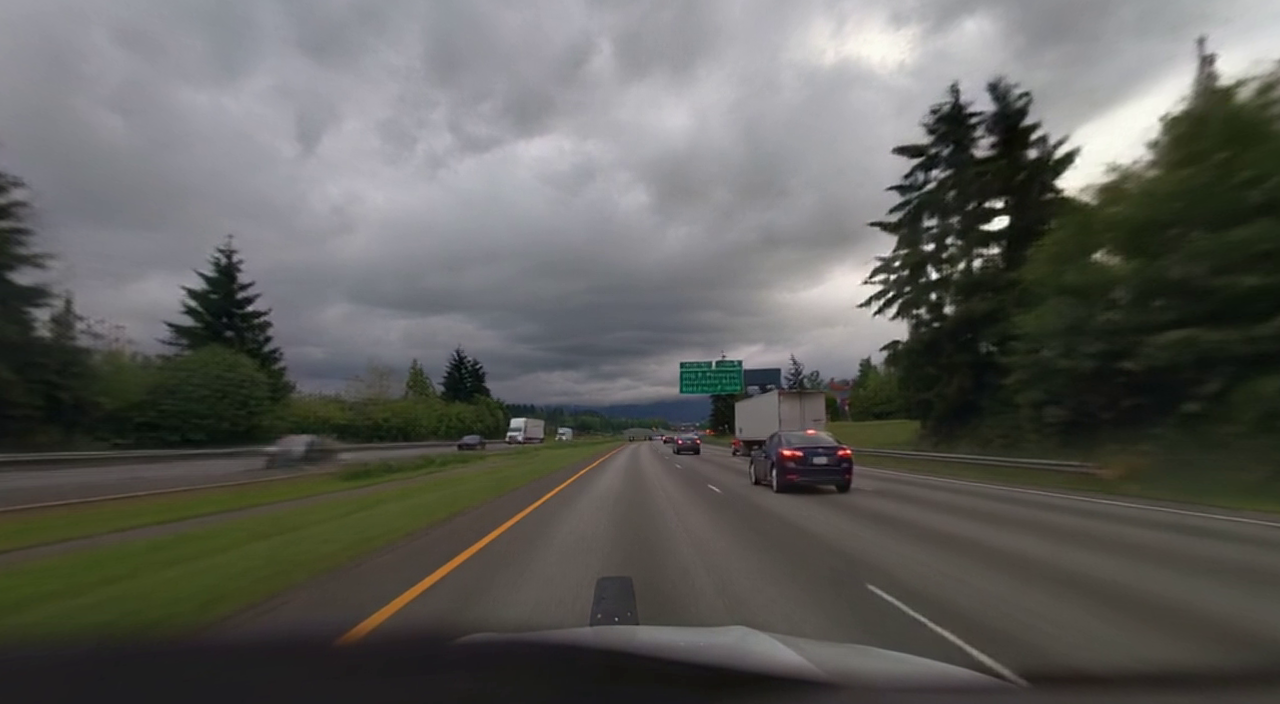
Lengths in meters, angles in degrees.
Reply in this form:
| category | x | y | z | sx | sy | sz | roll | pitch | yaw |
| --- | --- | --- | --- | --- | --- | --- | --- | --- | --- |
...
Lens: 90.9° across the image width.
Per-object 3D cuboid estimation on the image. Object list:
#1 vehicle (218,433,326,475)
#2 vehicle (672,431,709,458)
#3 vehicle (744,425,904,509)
| category | x | y | z | sx | sy | sz | roll | pitch | yaw |
| --- | --- | --- | --- | --- | --- | --- | --- | --- | --- |
| vehicle | -13.421 | 3.725 | 23.254 | 1.752 | 1.411 | 3.734 | 0 | -8 | 0 |
| vehicle | 3.308 | 6.169 | 42.078 | 2.011 | 1.672 | 4.415 | 0 | -8 | -2 |
| vehicle | 3.735 | 2.406 | 13.754 | 1.986 | 1.501 | 4.529 | 0 | -8 | -2 |
